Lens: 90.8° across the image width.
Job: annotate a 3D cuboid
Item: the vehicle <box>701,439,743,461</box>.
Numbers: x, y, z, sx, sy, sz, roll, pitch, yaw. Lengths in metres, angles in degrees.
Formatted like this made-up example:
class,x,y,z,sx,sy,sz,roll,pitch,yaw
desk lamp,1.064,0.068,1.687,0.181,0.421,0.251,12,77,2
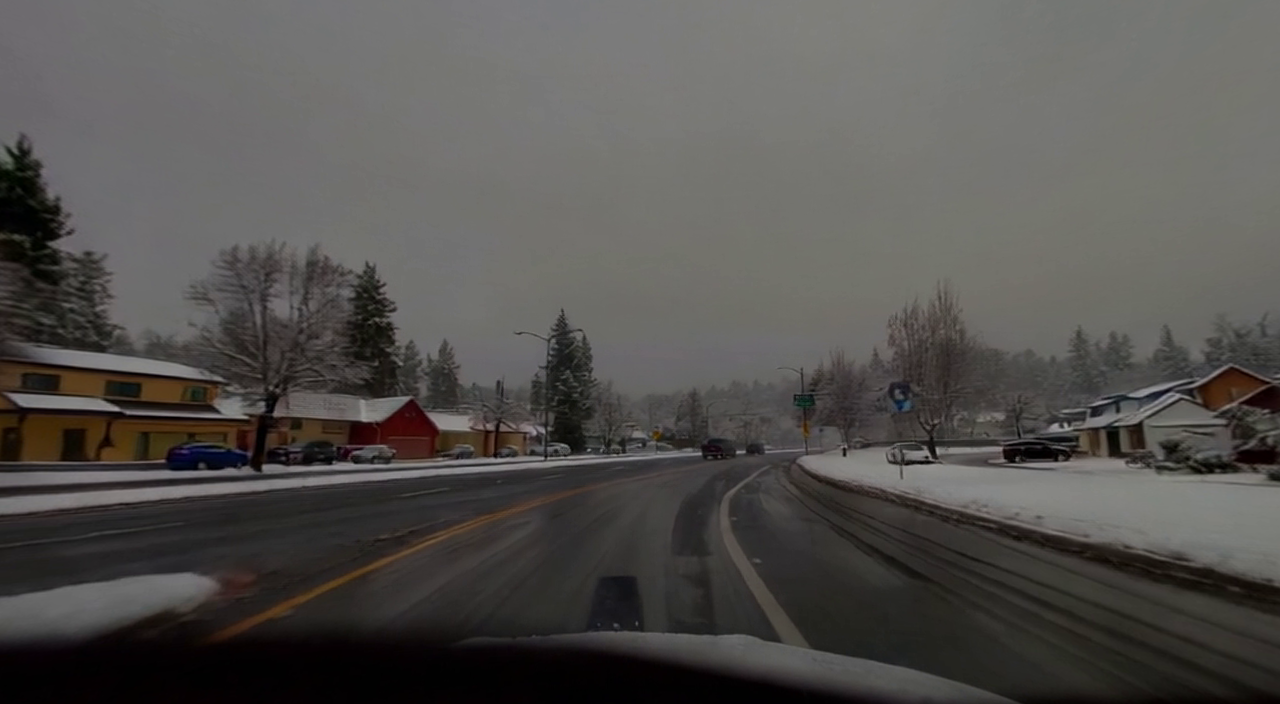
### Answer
class,x,y,z,sx,sy,sz,roll,pitch,yaw
vehicle,6.140,7.224,46.585,2.081,1.489,4.863,-3,-9,19

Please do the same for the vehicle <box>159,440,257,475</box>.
class,x,y,z,sx,sy,sz,roll,pitch,yaw
vehicle,-26.294,6.508,38.682,1.958,1.708,4.611,-6,-14,16

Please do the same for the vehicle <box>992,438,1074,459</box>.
class,x,y,z,sx,sy,sz,roll,pitch,yaw
vehicle,29.274,7.207,47.215,4.669,1.517,1.993,-2,-9,10

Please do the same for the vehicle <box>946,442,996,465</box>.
class,x,y,z,sx,sy,sz,roll,pitch,yaw
vehicle,23.614,7.258,45.285,1.945,1.531,4.589,-2,-9,12

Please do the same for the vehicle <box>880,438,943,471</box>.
class,x,y,z,sx,sy,sz,roll,pitch,yaw
vehicle,14.936,5.745,35.035,1.988,1.487,4.479,-3,-13,8
